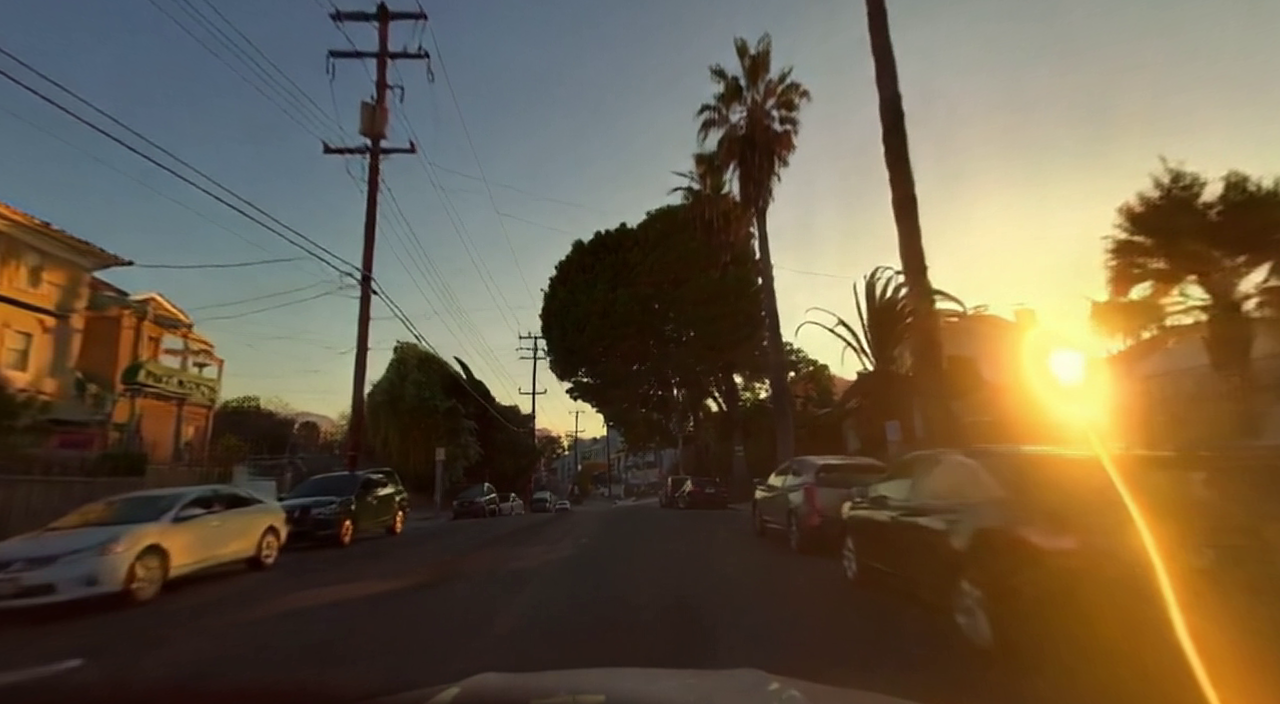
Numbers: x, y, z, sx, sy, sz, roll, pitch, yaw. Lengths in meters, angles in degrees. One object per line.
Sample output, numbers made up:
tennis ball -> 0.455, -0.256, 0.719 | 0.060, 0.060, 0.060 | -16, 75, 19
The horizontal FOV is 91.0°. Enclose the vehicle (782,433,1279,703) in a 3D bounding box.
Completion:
vehicle -> 2.980, 1.456, 5.208 | 2.212, 1.476, 4.678 | 1, -8, -4

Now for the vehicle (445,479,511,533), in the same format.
vehicle -> -7.047, 6.735, 27.926 | 1.933, 1.824, 5.142 | 0, -8, -4

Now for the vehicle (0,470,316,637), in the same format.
vehicle -> -6.516, 2.420, 8.513 | 1.960, 1.437, 4.454 | 0, -8, -1

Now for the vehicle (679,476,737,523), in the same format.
vehicle -> 2.572, 5.705, 24.670 | 1.756, 1.455, 3.965 | 0, -8, -1

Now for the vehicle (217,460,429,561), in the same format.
vehicle -> -6.724, 3.384, 14.292 | 2.017, 1.683, 5.412 | 0, -8, 0
